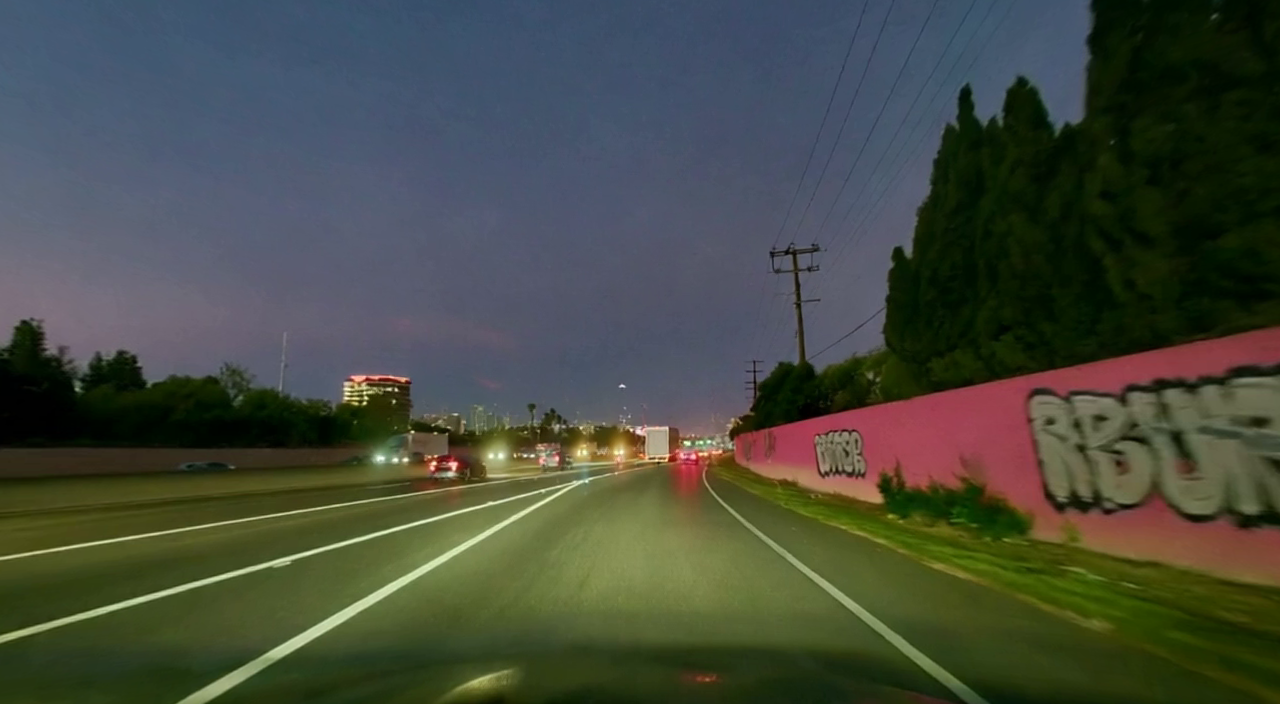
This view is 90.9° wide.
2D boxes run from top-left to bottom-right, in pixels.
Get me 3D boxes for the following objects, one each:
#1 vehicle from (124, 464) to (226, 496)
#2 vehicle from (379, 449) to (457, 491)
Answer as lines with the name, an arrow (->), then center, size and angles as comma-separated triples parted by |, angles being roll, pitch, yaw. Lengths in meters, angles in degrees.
vehicle -> -24.167, 6.632, 32.963 | 1.811, 1.426, 4.262 | -1, -9, 5
vehicle -> -8.498, 4.524, 24.375 | 1.708, 1.489, 2.840 | -1, -9, 6
